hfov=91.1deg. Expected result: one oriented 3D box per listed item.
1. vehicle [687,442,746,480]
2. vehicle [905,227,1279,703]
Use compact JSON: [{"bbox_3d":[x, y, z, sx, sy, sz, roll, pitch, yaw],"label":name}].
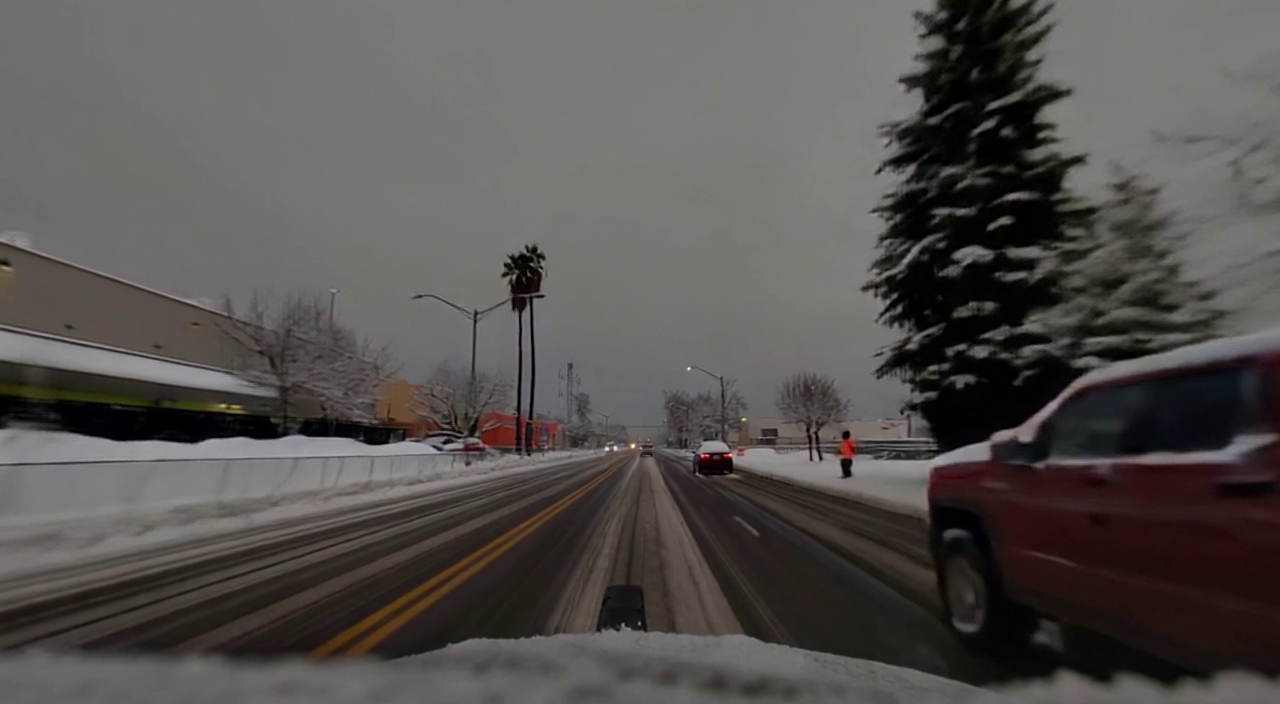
[{"bbox_3d":[3.389,4.929,28.649,2.148,1.562,4.642,0,-8,0],"label":"vehicle"},{"bbox_3d":[3.112,0.594,1.700,2.386,1.970,5.665,0,-8,1],"label":"vehicle"}]
